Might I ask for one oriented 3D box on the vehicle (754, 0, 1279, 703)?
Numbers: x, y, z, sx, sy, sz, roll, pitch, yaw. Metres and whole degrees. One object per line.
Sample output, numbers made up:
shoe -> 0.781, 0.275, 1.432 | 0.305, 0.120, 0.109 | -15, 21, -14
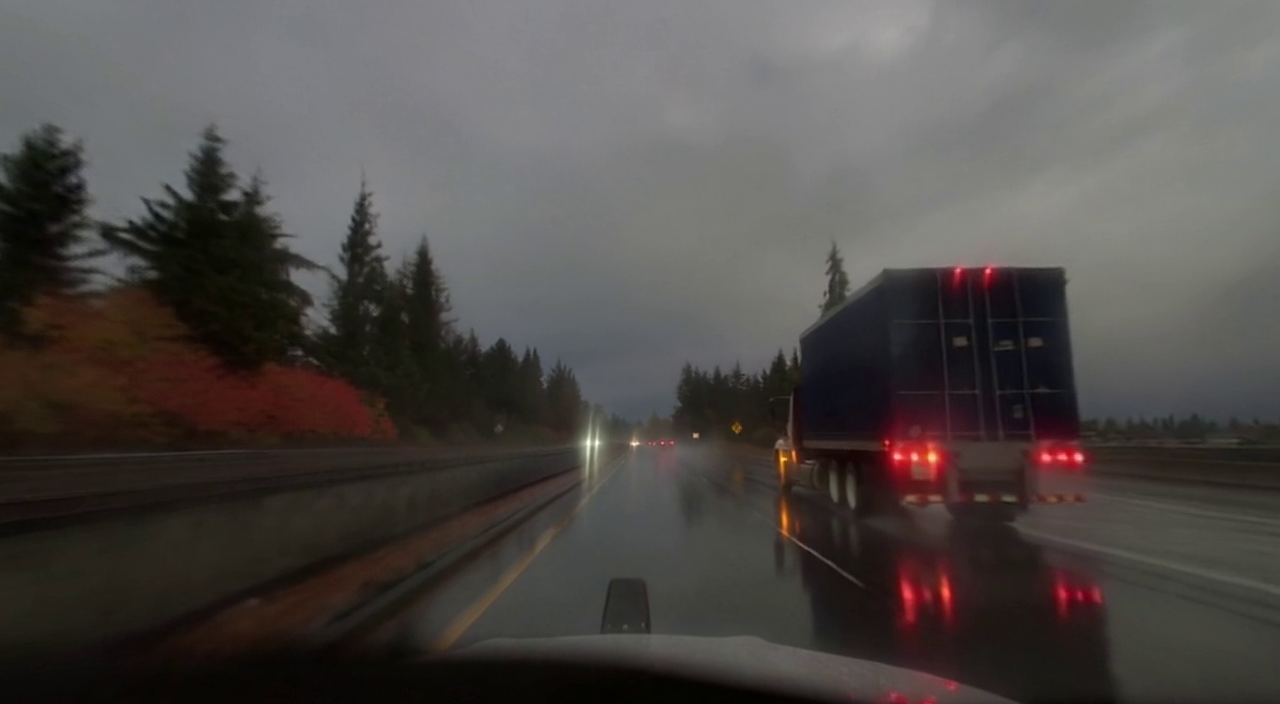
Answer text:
vehicle -> 3.839, -0.206, 4.293 | 3.691, 4.331, 13.909 | 0, -8, 1
